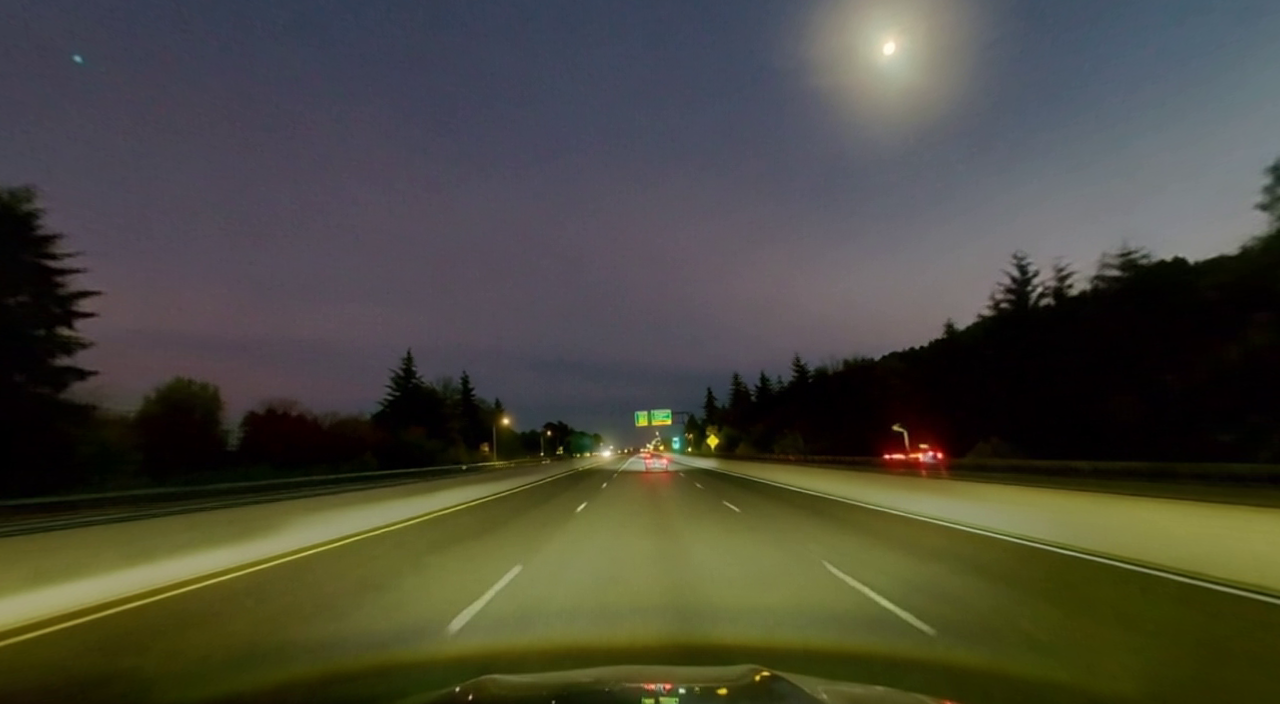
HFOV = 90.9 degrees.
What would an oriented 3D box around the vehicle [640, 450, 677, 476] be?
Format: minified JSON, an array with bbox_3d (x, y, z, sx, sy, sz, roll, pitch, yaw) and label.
[{"bbox_3d":[1.021,6.462,36.816,2.036,1.457,3.471,0,-9,-1],"label":"vehicle"}]
